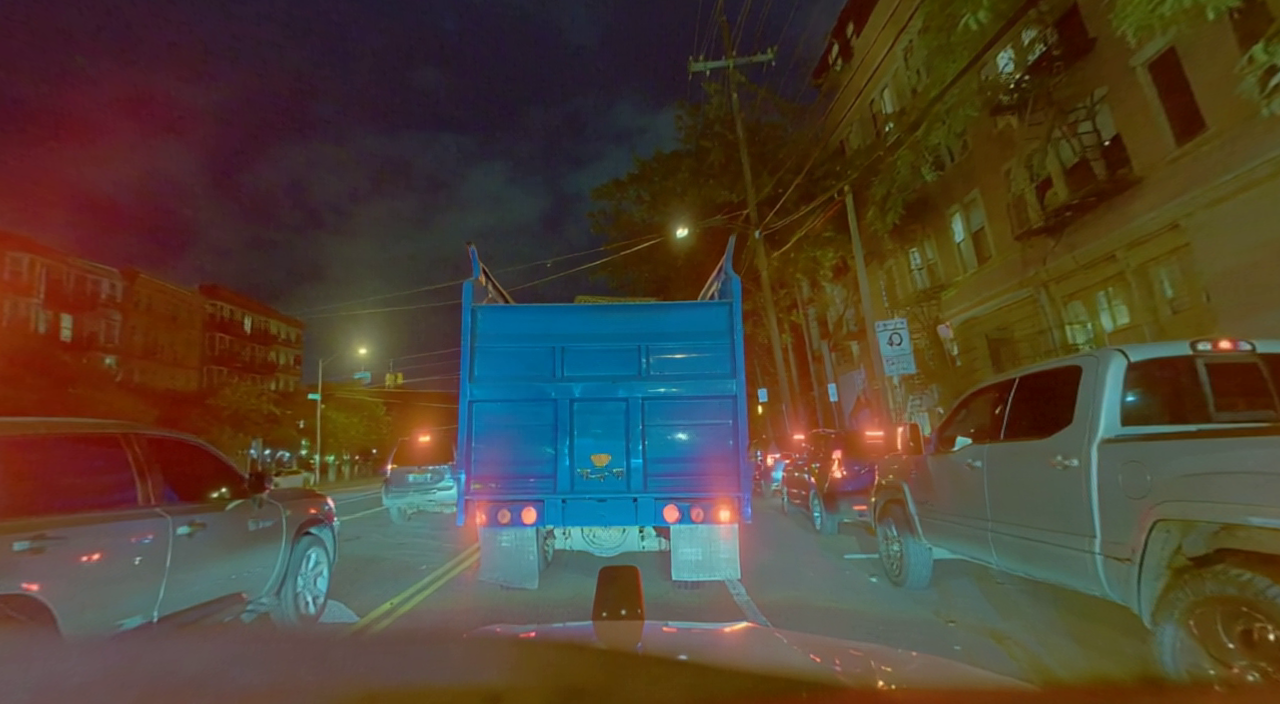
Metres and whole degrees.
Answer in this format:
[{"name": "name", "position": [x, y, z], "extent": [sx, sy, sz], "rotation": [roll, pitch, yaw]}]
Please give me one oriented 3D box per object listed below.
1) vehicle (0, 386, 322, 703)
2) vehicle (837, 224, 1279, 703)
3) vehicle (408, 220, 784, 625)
[{"name": "vehicle", "position": [-4.126, 1.122, 3.861], "extent": [1.988, 1.657, 4.492], "rotation": [0, -8, 0]}, {"name": "vehicle", "position": [3.238, 0.845, 3.863], "extent": [2.242, 1.979, 5.722], "rotation": [0, -8, 0]}, {"name": "vehicle", "position": [-0.237, 1.101, 9.139], "extent": [2.878, 3.204, 8.244], "rotation": [0, -8, 2]}]
